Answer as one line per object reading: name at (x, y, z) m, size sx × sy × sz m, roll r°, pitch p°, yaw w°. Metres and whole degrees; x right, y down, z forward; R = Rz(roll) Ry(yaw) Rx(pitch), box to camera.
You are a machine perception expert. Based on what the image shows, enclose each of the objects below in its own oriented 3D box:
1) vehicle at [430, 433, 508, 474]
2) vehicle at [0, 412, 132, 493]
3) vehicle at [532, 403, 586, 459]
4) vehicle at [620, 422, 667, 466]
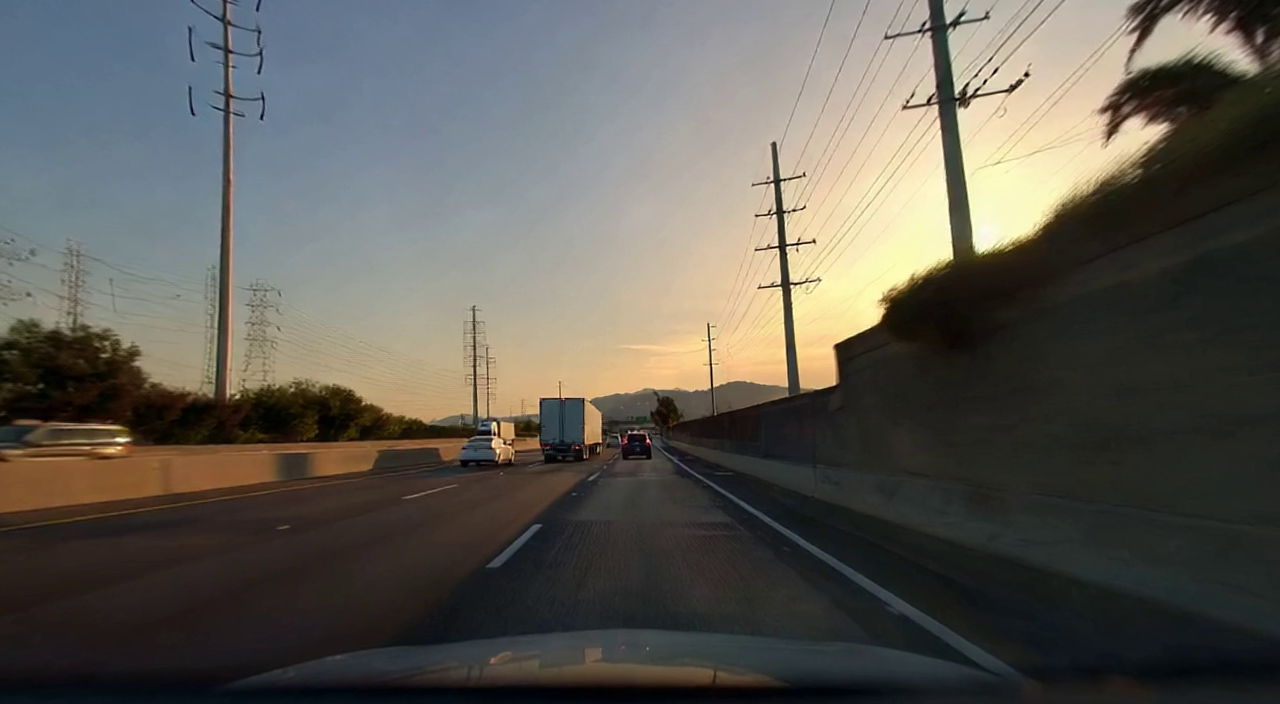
vehicle at (-7.023, 4.214, 26.461) m, size 2.004 × 1.545 × 4.513 m, roll 0°, pitch -8°, yaw 0°
vehicle at (-15.679, 2.477, 15.649) m, size 2.059 × 1.820 × 4.860 m, roll 0°, pitch -8°, yaw 0°
vehicle at (-3.733, 3.695, 29.499) m, size 2.178 × 2.522 × 2.054 m, roll 0°, pitch -8°, yaw 1°
vehicle at (0.172, 4.950, 33.890) m, size 2.358 × 2.144 × 4.713 m, roll 0°, pitch -8°, yaw 0°
